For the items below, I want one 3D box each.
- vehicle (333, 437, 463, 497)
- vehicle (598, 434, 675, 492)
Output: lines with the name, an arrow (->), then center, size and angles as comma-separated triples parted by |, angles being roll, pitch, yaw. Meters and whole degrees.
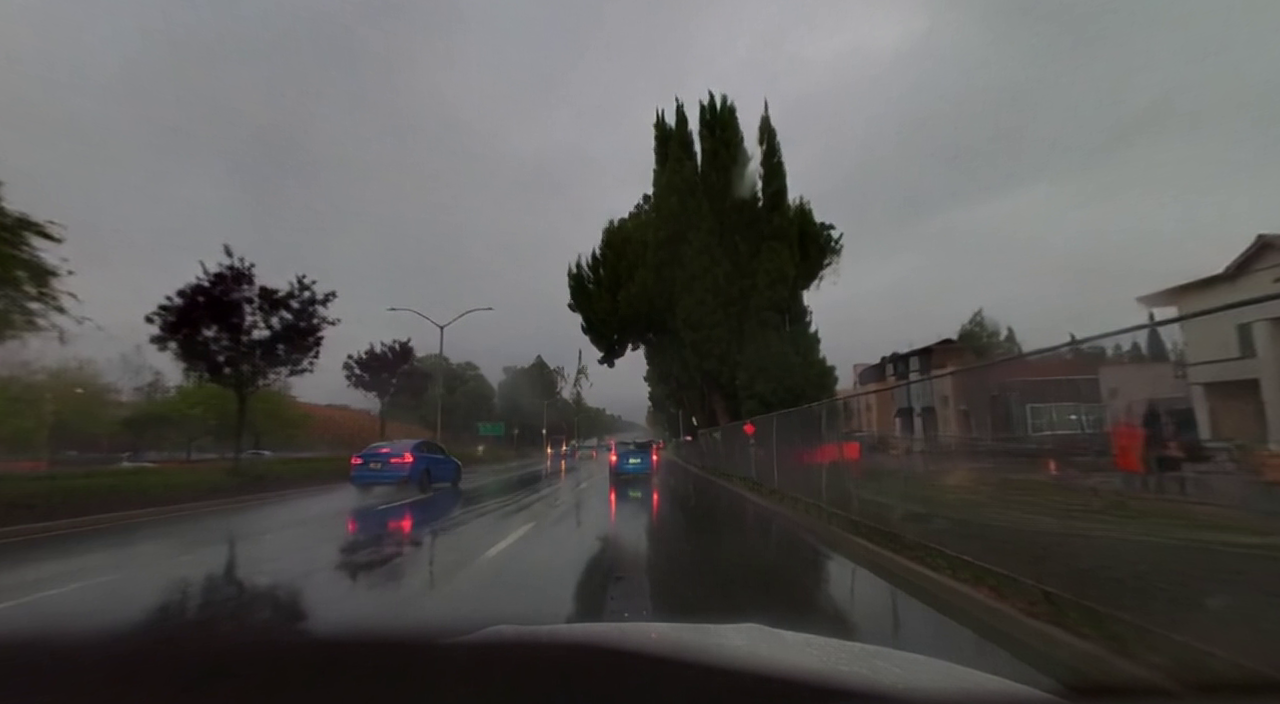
vehicle -> -6.735, 3.243, 18.137 | 1.877, 1.479, 4.430 | 0, -9, 1
vehicle -> -0.138, 3.528, 20.379 | 2.227, 1.654, 4.091 | 0, -9, -1
